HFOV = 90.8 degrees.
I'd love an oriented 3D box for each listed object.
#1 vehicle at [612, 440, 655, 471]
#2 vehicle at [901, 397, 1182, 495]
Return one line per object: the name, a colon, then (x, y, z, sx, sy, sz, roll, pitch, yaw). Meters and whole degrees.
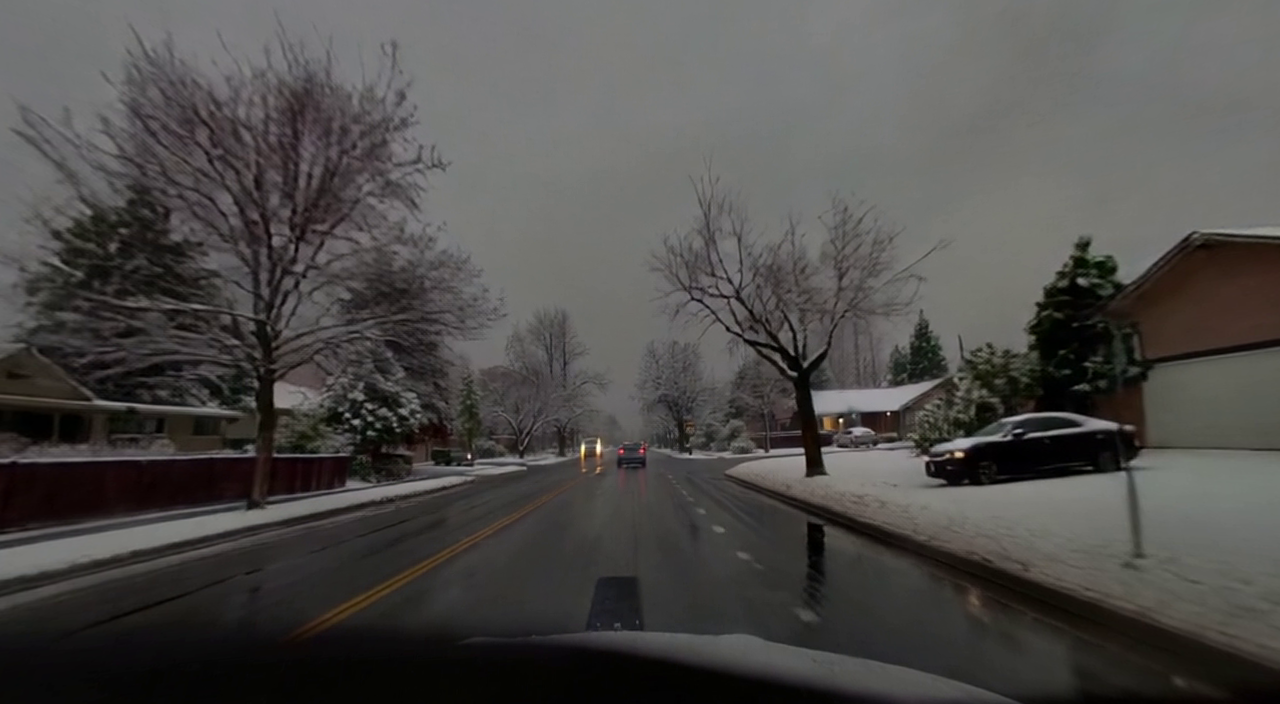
vehicle: (-0.337, 5.430, 33.337, 2.098, 1.483, 4.099, 0, -9, -1)
vehicle: (8.691, 2.072, 14.015, 4.740, 1.467, 2.074, -6, -8, -3)
